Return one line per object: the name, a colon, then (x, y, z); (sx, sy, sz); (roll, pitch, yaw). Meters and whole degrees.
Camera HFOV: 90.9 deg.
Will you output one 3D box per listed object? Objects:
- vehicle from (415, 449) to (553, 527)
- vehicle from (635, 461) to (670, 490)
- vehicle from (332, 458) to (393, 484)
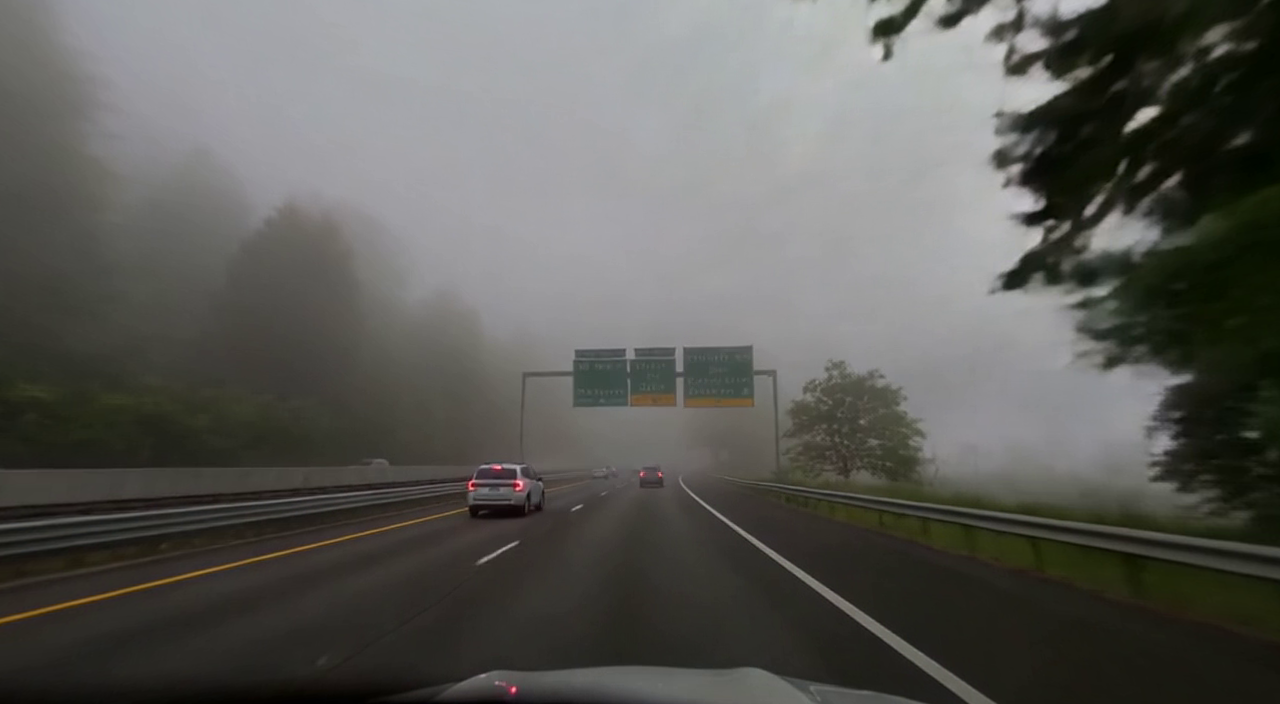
vehicle: (-3.597, 3.278, 15.566); (2.063, 1.556, 4.740); (1, -10, 1)
vehicle: (0.818, 7.453, 38.215); (2.000, 1.594, 3.996); (1, -10, 3)
vehicle: (-21.060, 9.078, 48.039); (1.950, 1.762, 5.268); (1, -10, 4)
